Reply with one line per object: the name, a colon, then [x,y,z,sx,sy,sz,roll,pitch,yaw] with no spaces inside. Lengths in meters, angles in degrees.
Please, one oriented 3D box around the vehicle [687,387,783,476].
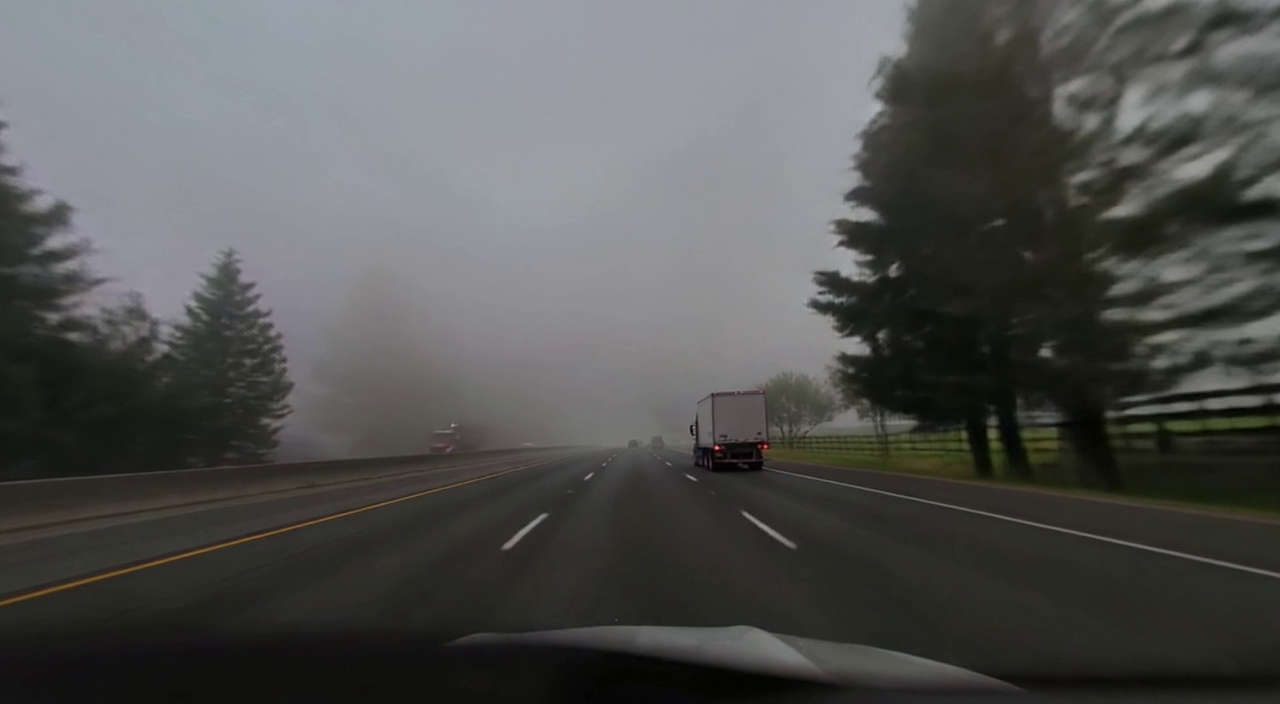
vehicle: [3.907,3.556,27.879,2.766,3.349,7.796,0,-8,-2]
